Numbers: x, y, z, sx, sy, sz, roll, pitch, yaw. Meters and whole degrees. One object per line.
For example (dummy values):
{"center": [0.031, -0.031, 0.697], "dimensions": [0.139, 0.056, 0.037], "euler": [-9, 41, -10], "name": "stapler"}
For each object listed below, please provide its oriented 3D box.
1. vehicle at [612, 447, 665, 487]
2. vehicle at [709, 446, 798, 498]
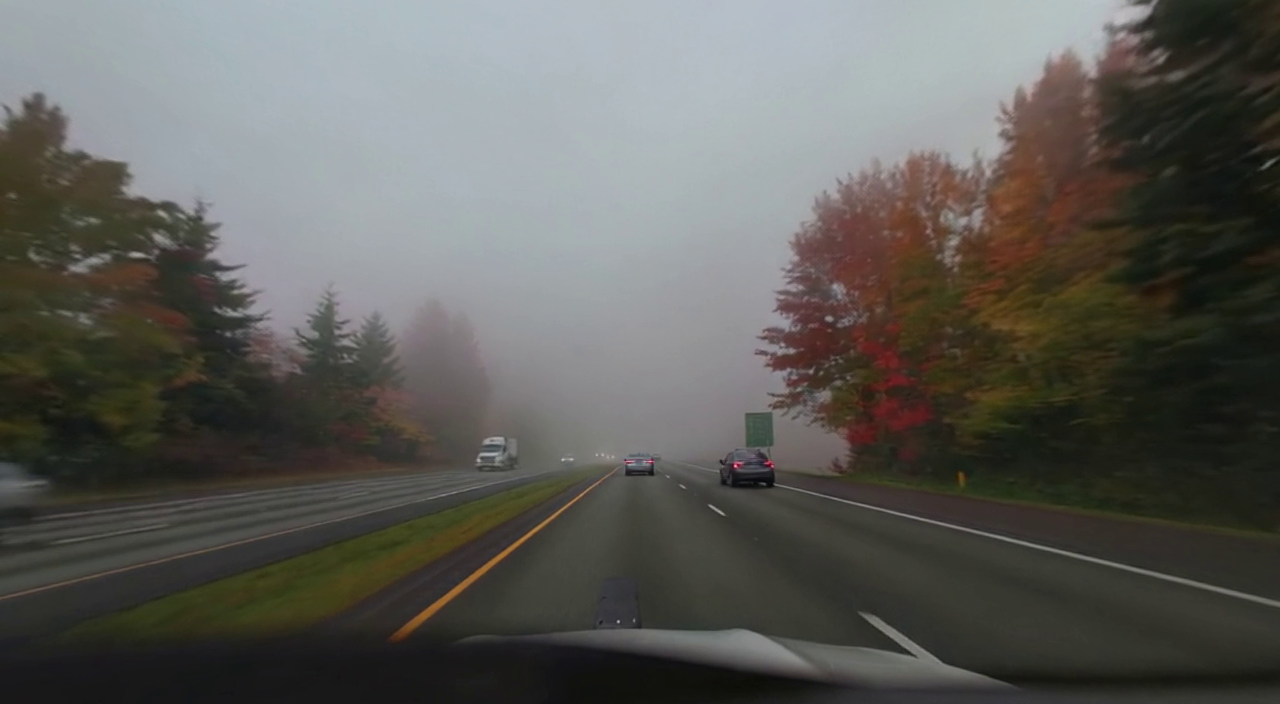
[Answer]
{"center": [-0.056, 4.933, 27.136], "dimensions": [2.070, 1.546, 4.648], "euler": [0, -9, 0], "name": "vehicle"}
{"center": [3.675, 3.965, 21.115], "dimensions": [2.119, 1.557, 4.163], "euler": [0, -9, -1], "name": "vehicle"}
